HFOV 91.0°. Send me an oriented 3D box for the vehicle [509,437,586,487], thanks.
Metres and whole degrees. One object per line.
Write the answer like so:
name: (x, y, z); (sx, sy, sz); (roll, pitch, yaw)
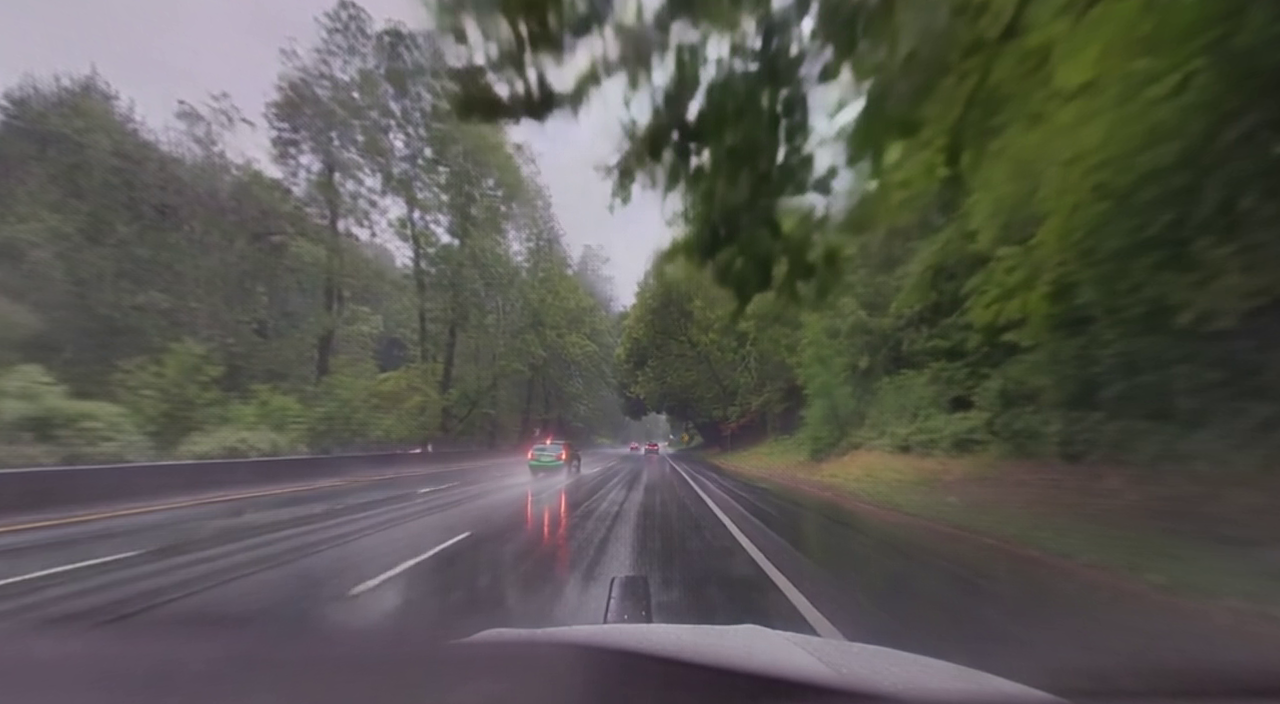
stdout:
vehicle: (-3.137, 3.828, 22.232); (2.015, 1.561, 4.469); (0, -8, 0)
